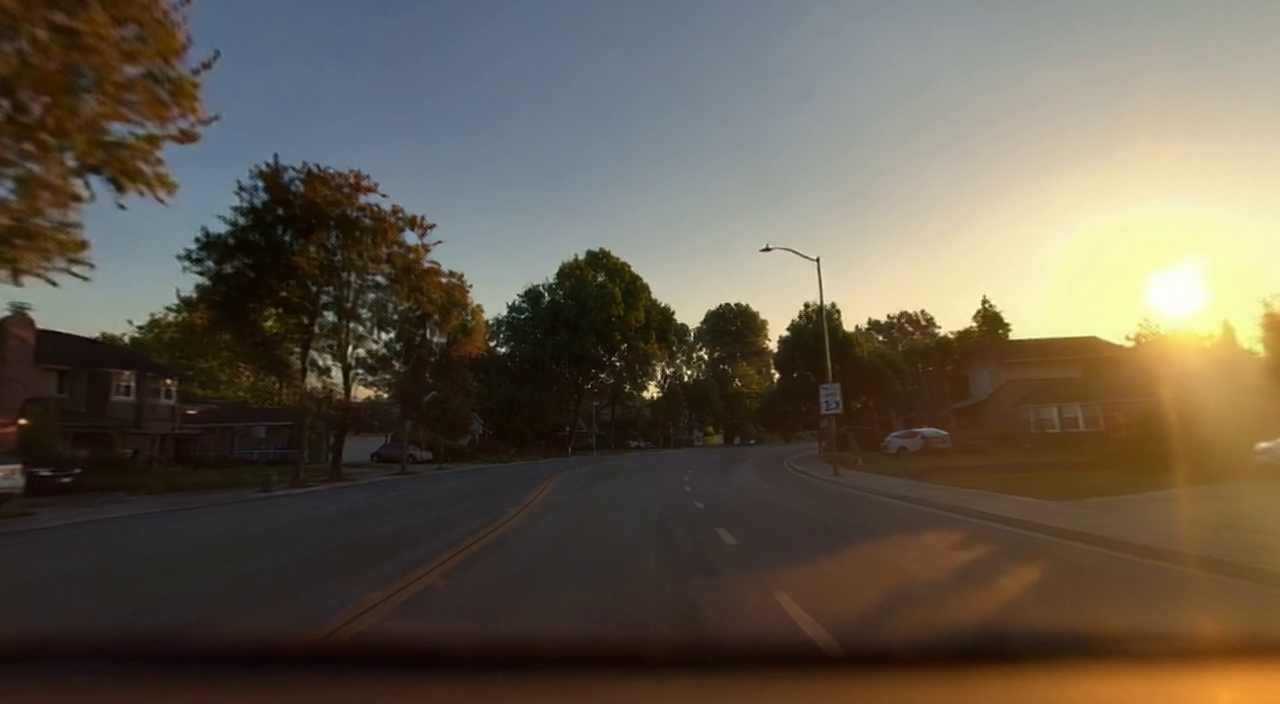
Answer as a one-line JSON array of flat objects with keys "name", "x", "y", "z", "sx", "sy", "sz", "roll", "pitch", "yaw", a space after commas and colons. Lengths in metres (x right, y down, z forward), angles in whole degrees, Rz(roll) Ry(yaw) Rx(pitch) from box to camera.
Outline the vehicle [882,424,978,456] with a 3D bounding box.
[{"name": "vehicle", "x": 16.818, "y": 5.136, "z": 36.778, "sx": 4.766, "sy": 1.789, "sz": 1.939, "roll": -3, "pitch": -9, "yaw": 16}]

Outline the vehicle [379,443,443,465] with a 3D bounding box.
[{"name": "vehicle", "x": -17.506, "y": 7.787, "z": 48.191, "sx": 4.110, "sy": 1.605, "sz": 1.968, "roll": -2, "pitch": -9, "yaw": 15}]
